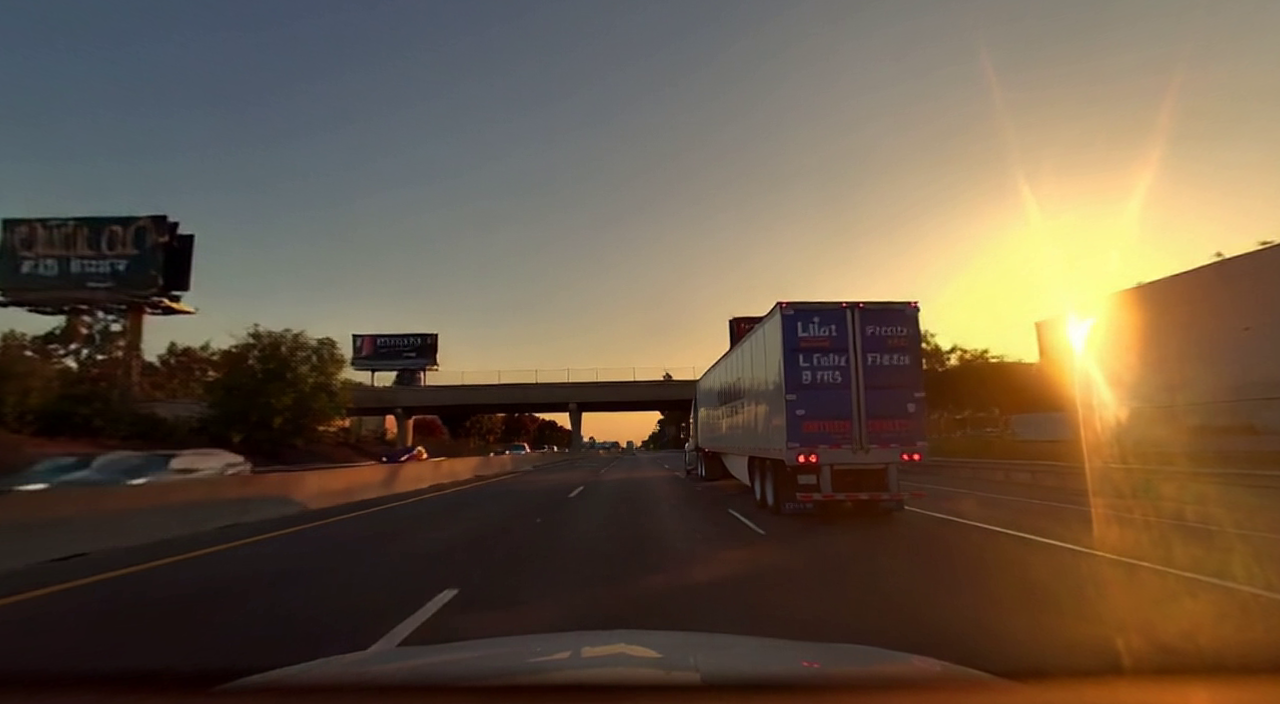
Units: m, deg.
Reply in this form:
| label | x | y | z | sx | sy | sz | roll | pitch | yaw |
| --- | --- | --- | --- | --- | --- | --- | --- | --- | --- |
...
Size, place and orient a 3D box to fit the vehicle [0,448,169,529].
| label | x | y | z | sx | sy | sz | roll | pitch | yaw |
| --- | --- | --- | --- | --- | --- | --- | --- | --- | --- |
| vehicle | -10.864 | 2.472 | 11.947 | 1.423 | 1.311 | 3.159 | 0 | -9 | 0 |

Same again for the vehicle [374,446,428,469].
| label | x | y | z | sx | sy | sz | roll | pitch | yaw |
| --- | --- | --- | --- | --- | --- | --- | --- | --- | --- |
| vehicle | -15.056 | 6.666 | 40.023 | 1.825 | 1.400 | 3.849 | 0 | -9 | 1 |

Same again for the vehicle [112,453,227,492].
| label | x | y | z | sx | sy | sz | roll | pitch | yaw |
| --- | --- | --- | --- | --- | --- | --- | --- | --- | --- |
| vehicle | -18.379 | 4.694 | 24.882 | 1.790 | 1.357 | 3.540 | 0 | -9 | 0 |

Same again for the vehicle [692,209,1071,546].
| label | x | y | z | sx | sy | sz | roll | pitch | yaw |
| --- | --- | --- | --- | --- | --- | --- | --- | --- | --- |
| vehicle | 3.746 | 1.525 | 16.675 | 2.891 | 4.387 | 17.121 | 0 | -9 | -1 |
